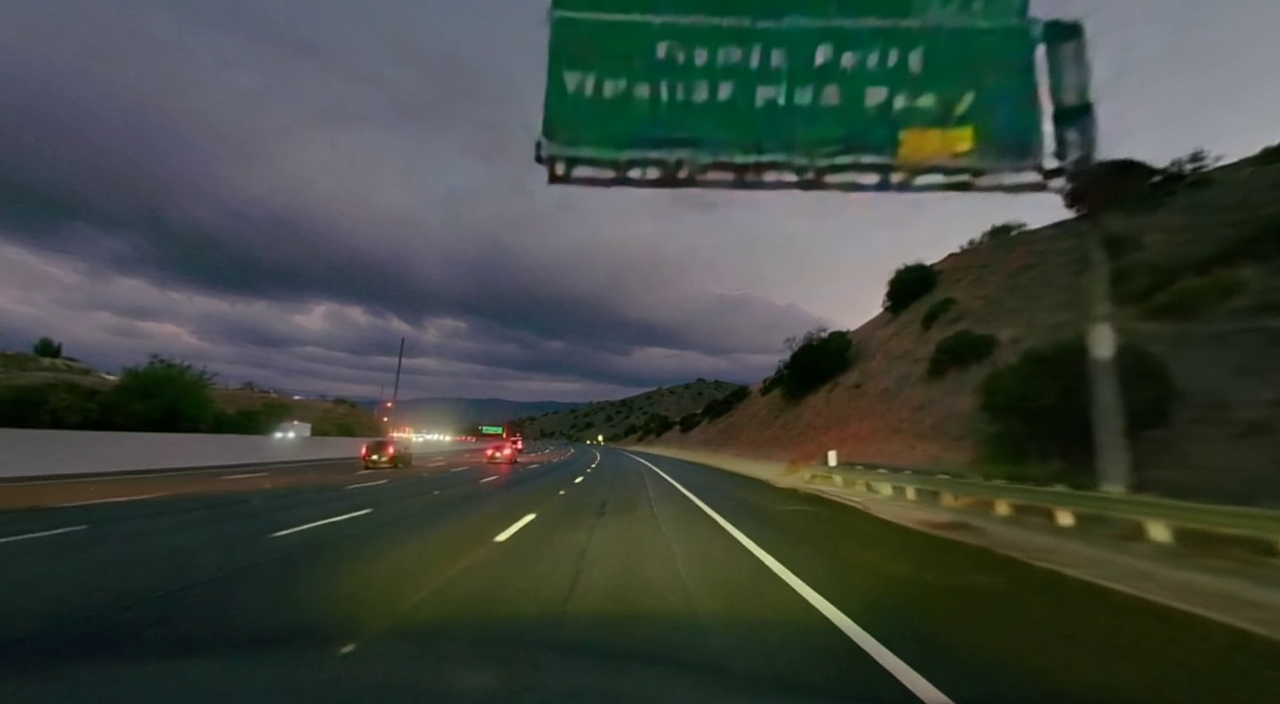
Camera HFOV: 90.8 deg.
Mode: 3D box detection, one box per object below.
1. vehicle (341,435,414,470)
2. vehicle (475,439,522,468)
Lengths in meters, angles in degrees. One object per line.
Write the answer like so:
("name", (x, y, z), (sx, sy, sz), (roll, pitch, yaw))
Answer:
("vehicle", (-15.894, 6.112, 38.639), (2.240, 1.953, 5.452), (0, -9, -2))
("vehicle", (-9.011, 6.472, 40.511), (2.104, 1.715, 4.319), (0, -9, -1))
